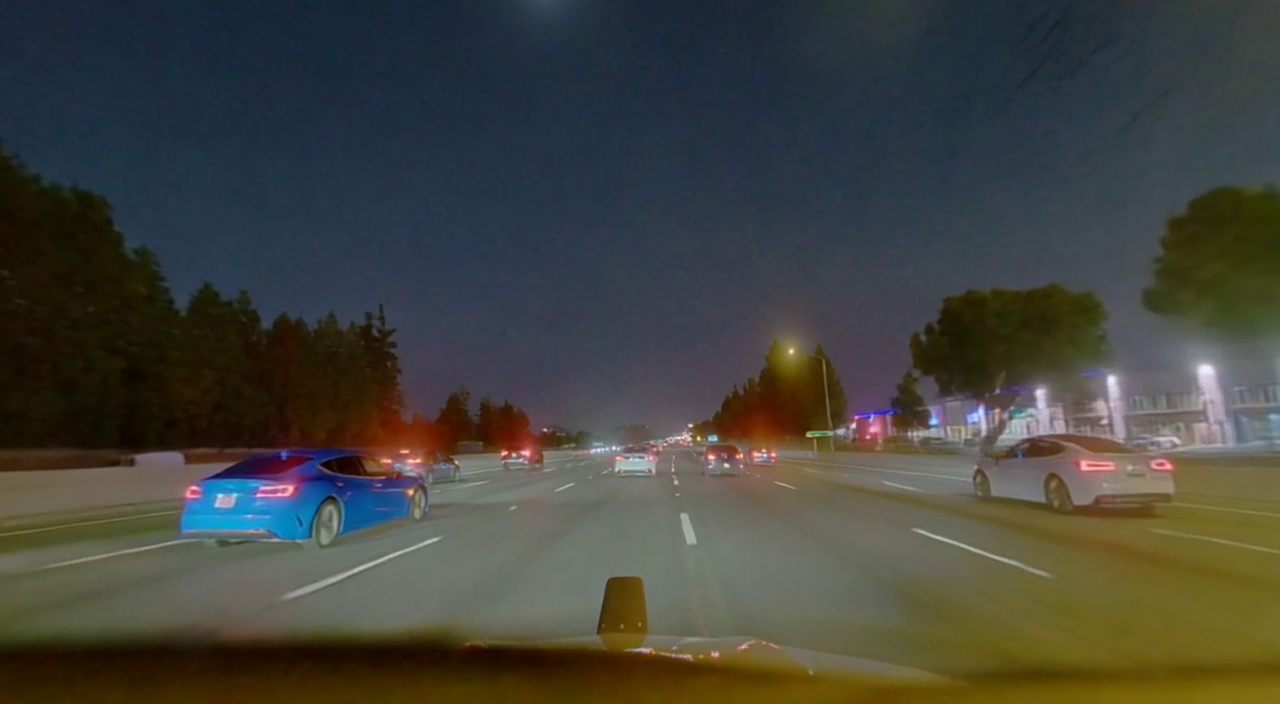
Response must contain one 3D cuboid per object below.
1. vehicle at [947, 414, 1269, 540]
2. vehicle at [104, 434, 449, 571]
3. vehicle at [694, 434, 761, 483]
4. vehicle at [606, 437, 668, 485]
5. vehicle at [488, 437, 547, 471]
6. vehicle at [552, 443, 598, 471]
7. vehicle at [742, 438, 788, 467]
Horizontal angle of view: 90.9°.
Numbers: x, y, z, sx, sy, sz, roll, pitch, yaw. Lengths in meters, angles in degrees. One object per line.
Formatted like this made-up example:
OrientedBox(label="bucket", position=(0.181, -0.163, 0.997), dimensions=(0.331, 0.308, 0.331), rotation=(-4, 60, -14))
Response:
OrientedBox(label="vehicle", position=(7.767, 2.111, 11.360), dimensions=(1.960, 1.726, 5.016), rotation=(0, -8, 1))
OrientedBox(label="vehicle", position=(-4.735, 1.999, 9.316), dimensions=(2.116, 1.473, 4.644), rotation=(-1, -8, 4))
OrientedBox(label="vehicle", position=(3.274, 4.083, 24.476), dimensions=(2.114, 1.715, 4.136), rotation=(-1, -8, 2))
OrientedBox(label="vehicle", position=(-0.019, 4.059, 23.784), dimensions=(2.102, 1.624, 4.257), rotation=(-1, -8, 3))
OrientedBox(label="vehicle", position=(-7.123, 5.994, 37.382), dimensions=(2.187, 1.851, 5.085), rotation=(-1, -8, 4))
OrientedBox(label="vehicle", position=(-3.562, 5.846, 35.231), dimensions=(1.886, 1.455, 4.148), rotation=(-1, -8, 3))
OrientedBox(label="vehicle", position=(7.958, 6.432, 40.519), dimensions=(2.071, 1.754, 4.484), rotation=(0, -8, 1))
